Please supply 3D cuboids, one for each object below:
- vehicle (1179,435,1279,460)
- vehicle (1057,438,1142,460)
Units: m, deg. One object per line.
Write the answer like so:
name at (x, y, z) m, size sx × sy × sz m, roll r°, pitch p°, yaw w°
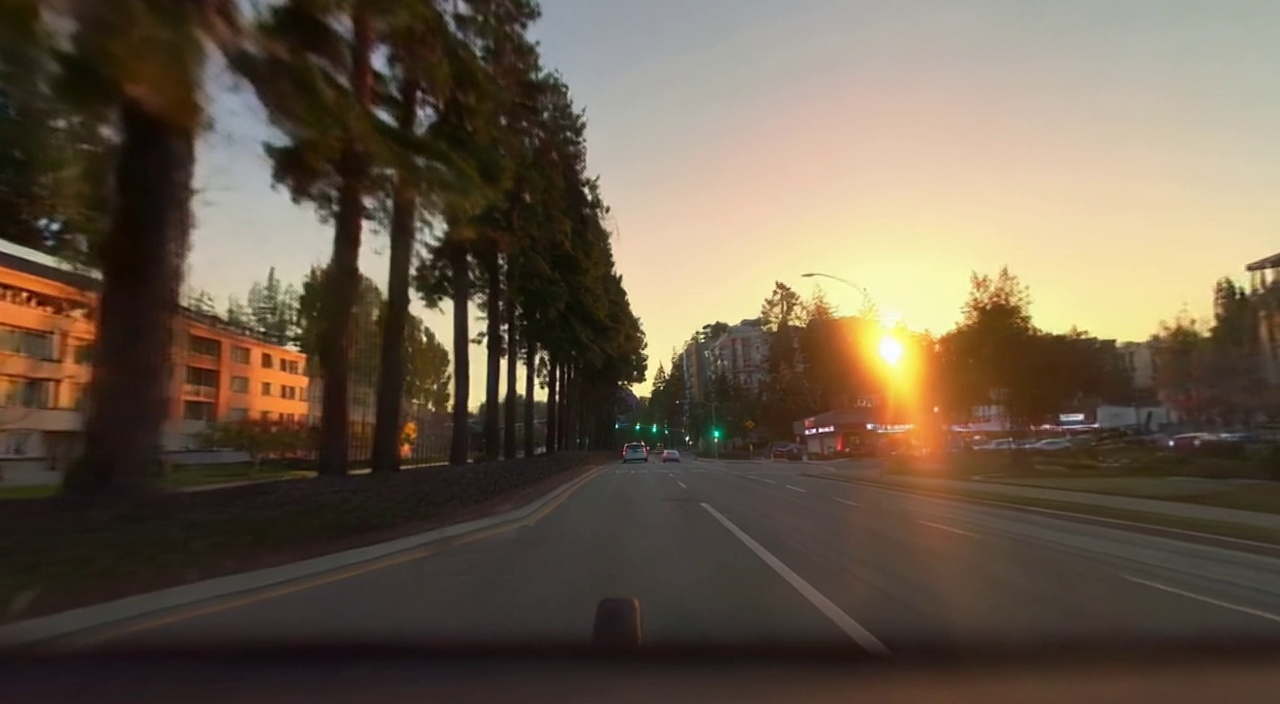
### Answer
vehicle at (40.370, 6.526, 43.273) m, size 1.962 × 1.620 × 4.755 m, roll 5°, pitch -9°, yaw -29°
vehicle at (34.742, 7.335, 47.892) m, size 1.853 × 1.552 × 4.707 m, roll 4°, pitch -9°, yaw -30°
